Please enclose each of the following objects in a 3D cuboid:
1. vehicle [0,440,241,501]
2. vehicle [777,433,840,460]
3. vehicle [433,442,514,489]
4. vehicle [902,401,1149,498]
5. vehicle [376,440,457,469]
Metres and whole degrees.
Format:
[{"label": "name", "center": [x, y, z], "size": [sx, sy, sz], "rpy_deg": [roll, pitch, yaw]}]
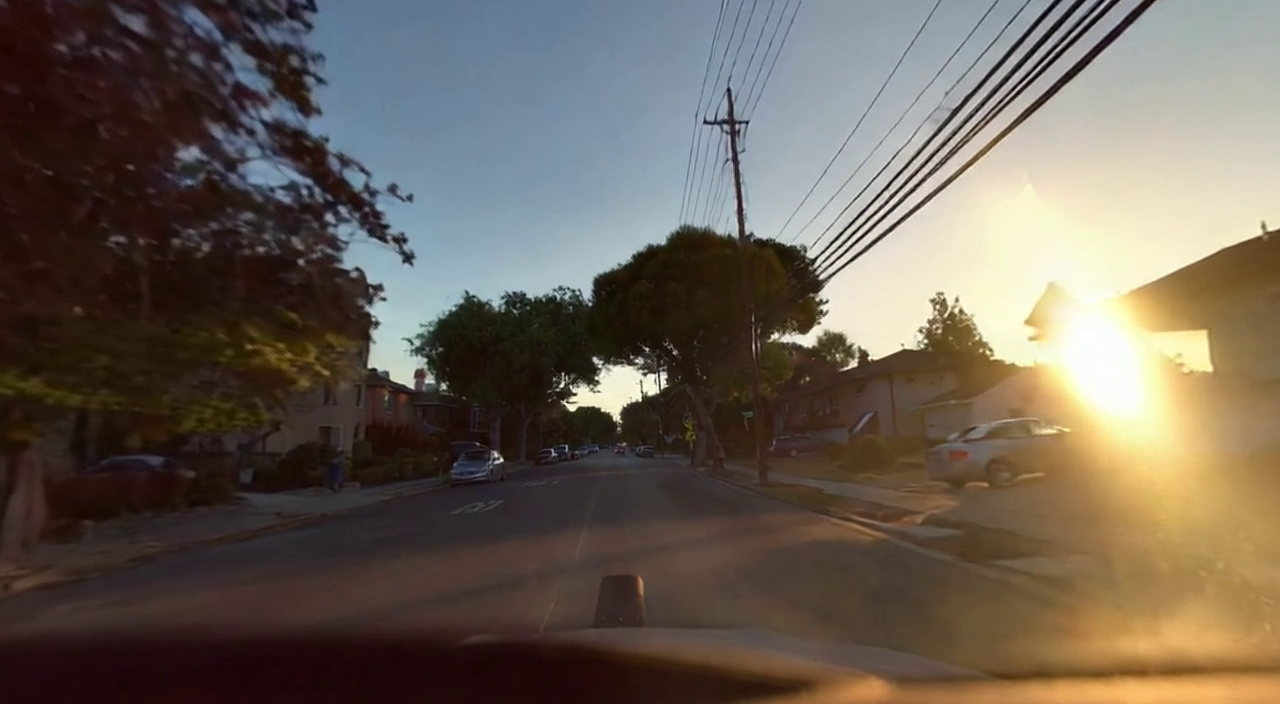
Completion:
[{"label": "vehicle", "center": [-14.873, 3.343, 18.063], "size": [5.395, 1.615, 2.132], "rpy_deg": [0, -9, -2]}, {"label": "vehicle", "center": [12.817, 7.211, 48.113], "size": [4.145, 1.767, 1.880], "rpy_deg": [-8, -10, 29]}, {"label": "vehicle", "center": [-7.080, 4.856, 27.453], "size": [2.162, 1.757, 5.201], "rpy_deg": [-2, -9, -1]}, {"label": "vehicle", "center": [9.561, 2.423, 15.971], "size": [4.822, 1.864, 2.100], "rpy_deg": [-4, -8, -6]}, {"label": "vehicle", "center": [-14.824, 6.812, 42.085], "size": [4.543, 1.824, 2.379], "rpy_deg": [1, -9, -3]}]
